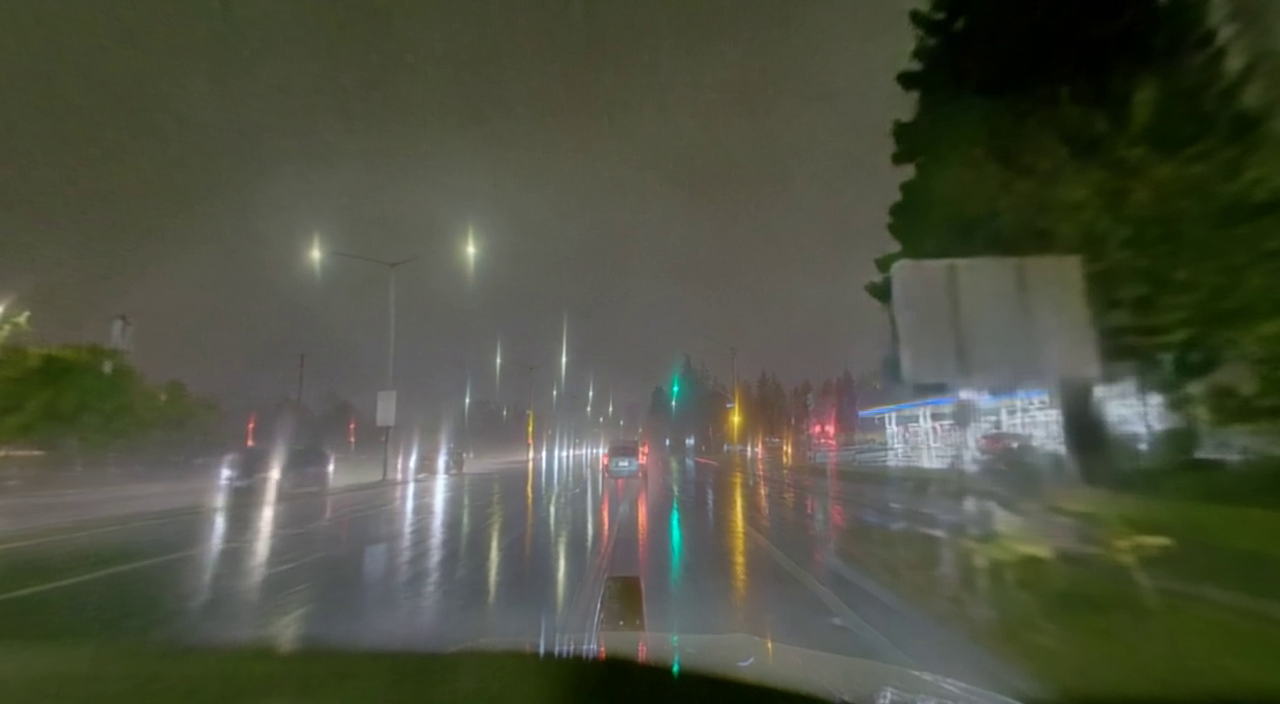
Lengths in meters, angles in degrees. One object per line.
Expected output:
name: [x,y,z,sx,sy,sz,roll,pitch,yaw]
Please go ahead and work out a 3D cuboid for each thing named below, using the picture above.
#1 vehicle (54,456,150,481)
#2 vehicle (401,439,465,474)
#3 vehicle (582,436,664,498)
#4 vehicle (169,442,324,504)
vehicle: [-35.234,7.654,41.312,4.377,1.521,1.965,1,-8,-3]
vehicle: [-12.639,6.386,38.810,2.161,1.950,4.962,0,-8,1]
vehicle: [-0.429,3.230,18.093,2.062,1.519,4.214,0,-8,0]
vehicle: [-12.124,3.710,19.845,1.999,1.695,4.334,0,-9,1]
